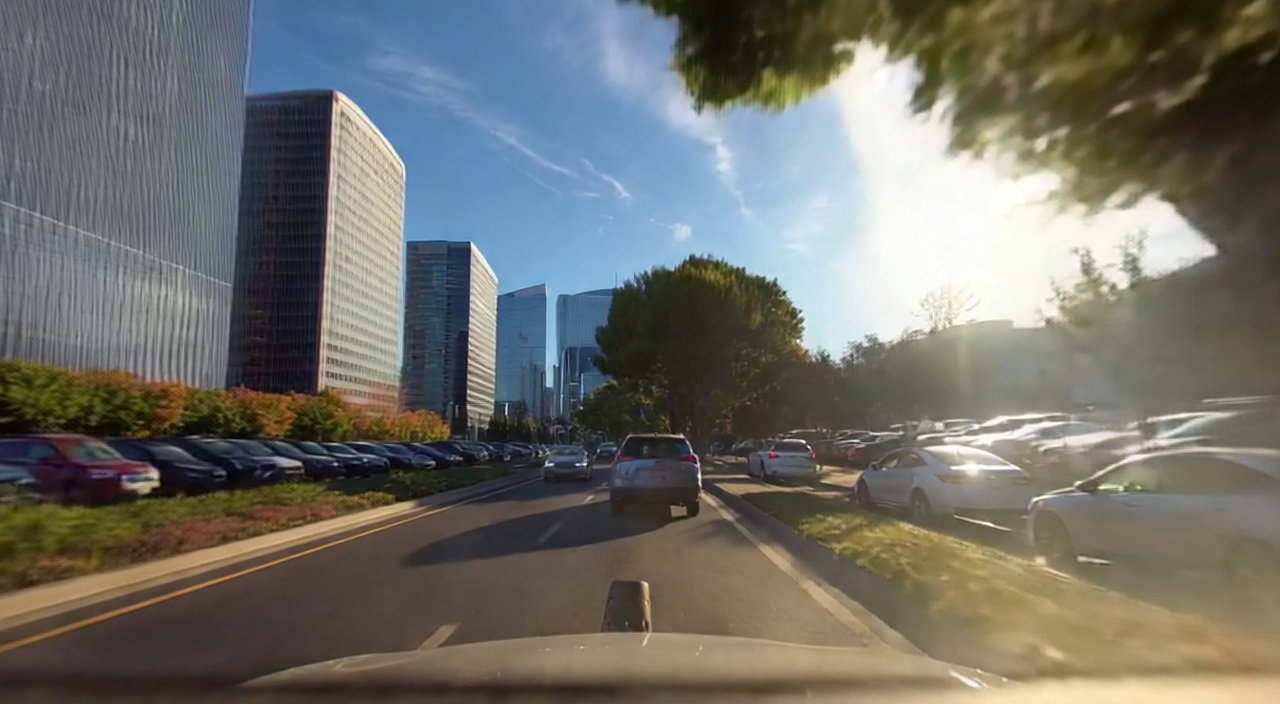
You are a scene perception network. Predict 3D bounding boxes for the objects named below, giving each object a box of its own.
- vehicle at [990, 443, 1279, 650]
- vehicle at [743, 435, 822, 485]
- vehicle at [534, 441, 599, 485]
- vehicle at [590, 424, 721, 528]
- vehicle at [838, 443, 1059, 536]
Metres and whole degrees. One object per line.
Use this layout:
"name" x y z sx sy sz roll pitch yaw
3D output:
"vehicle" 5.538 1.615 5.946 1.809 1.478 4.623 0 -9 0
"vehicle" 5.659 4.353 25.722 2.059 1.813 4.637 0 -9 -1
"vehicle" -2.750 4.267 24.537 1.979 1.534 4.076 0 -9 1
"vehicle" 0.272 2.300 12.152 2.105 1.653 3.887 0 -9 1
"vehicle" 5.673 2.555 12.494 1.852 1.452 4.852 0 -9 -1
